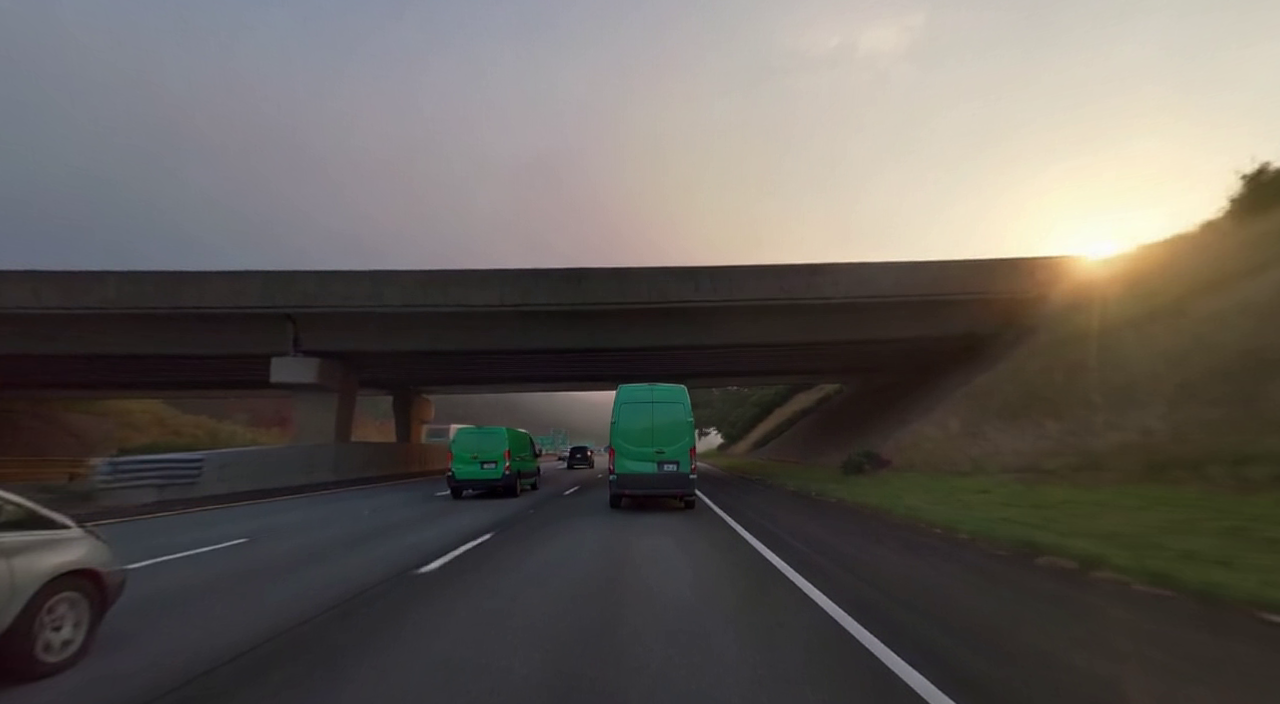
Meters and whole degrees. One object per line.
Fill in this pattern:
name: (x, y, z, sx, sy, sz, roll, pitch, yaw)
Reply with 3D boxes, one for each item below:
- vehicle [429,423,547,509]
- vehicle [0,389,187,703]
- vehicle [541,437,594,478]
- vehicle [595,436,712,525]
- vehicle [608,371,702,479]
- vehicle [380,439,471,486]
vehicle: (-3.673, 2.840, 16.023, 1.951, 1.882, 3.979, 0, -9, 1)
vehicle: (-3.778, 0.837, 2.098, 1.845, 1.554, 3.565, 0, -9, 0)
vehicle: (-3.516, 5.217, 31.319, 2.068, 1.862, 4.234, 0, -9, 0)
vehicle: (0.220, 2.469, 12.522, 1.991, 1.507, 3.391, 0, -9, 0)
vehicle: (0.452, 4.043, 31.697, 3.289, 3.822, 18.653, 0, -9, 0)
vehicle: (-8.398, 4.365, 25.138, 2.093, 1.675, 4.233, 0, -9, 0)
